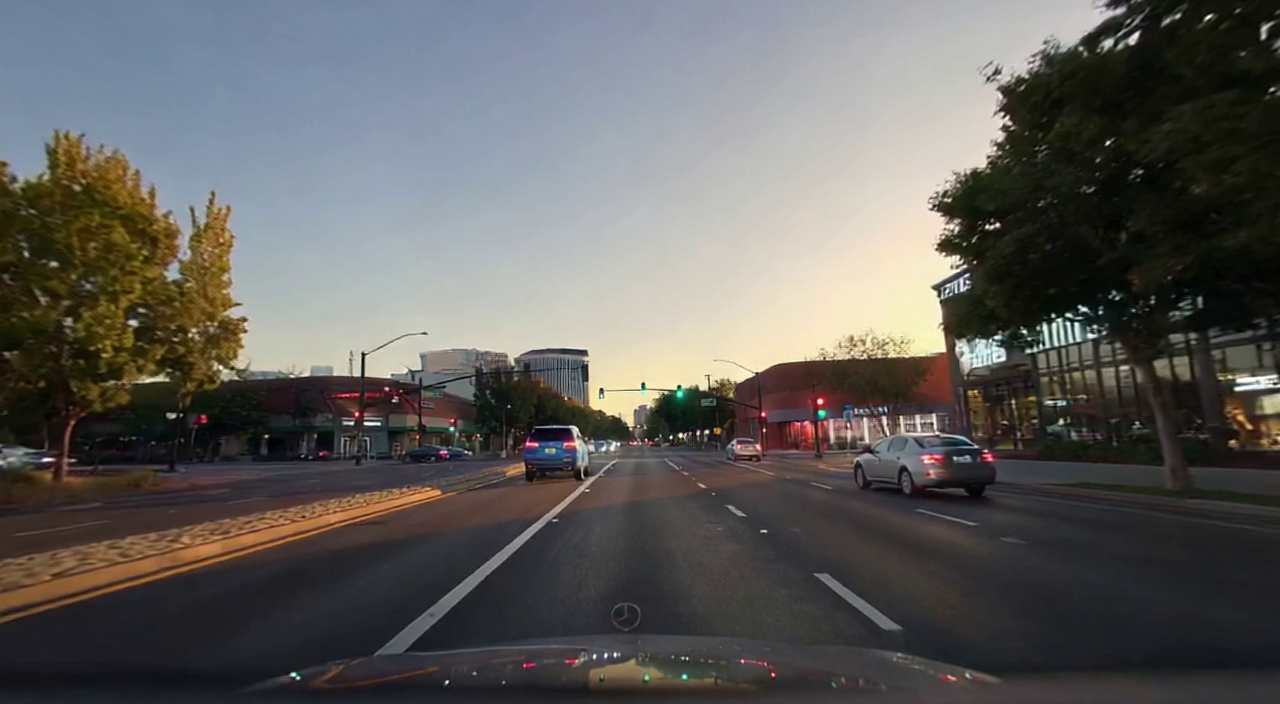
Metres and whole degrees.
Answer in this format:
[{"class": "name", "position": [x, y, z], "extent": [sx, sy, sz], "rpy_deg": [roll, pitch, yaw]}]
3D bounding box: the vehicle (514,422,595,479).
[{"class": "vehicle", "position": [-3.047, 3.669, 23.670], "extent": [2.313, 1.883, 5.016], "rpy_deg": [0, -8, 0]}]

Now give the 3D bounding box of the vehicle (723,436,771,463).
[{"class": "vehicle", "position": [6.419, 5.896, 38.372], "extent": [1.972, 1.476, 4.775], "rpy_deg": [0, -8, -2]}]

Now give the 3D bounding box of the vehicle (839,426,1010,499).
[{"class": "vehicle", "position": [6.797, 2.702, 15.852], "extent": [2.014, 1.539, 4.852], "rpy_deg": [0, -8, 0]}]
